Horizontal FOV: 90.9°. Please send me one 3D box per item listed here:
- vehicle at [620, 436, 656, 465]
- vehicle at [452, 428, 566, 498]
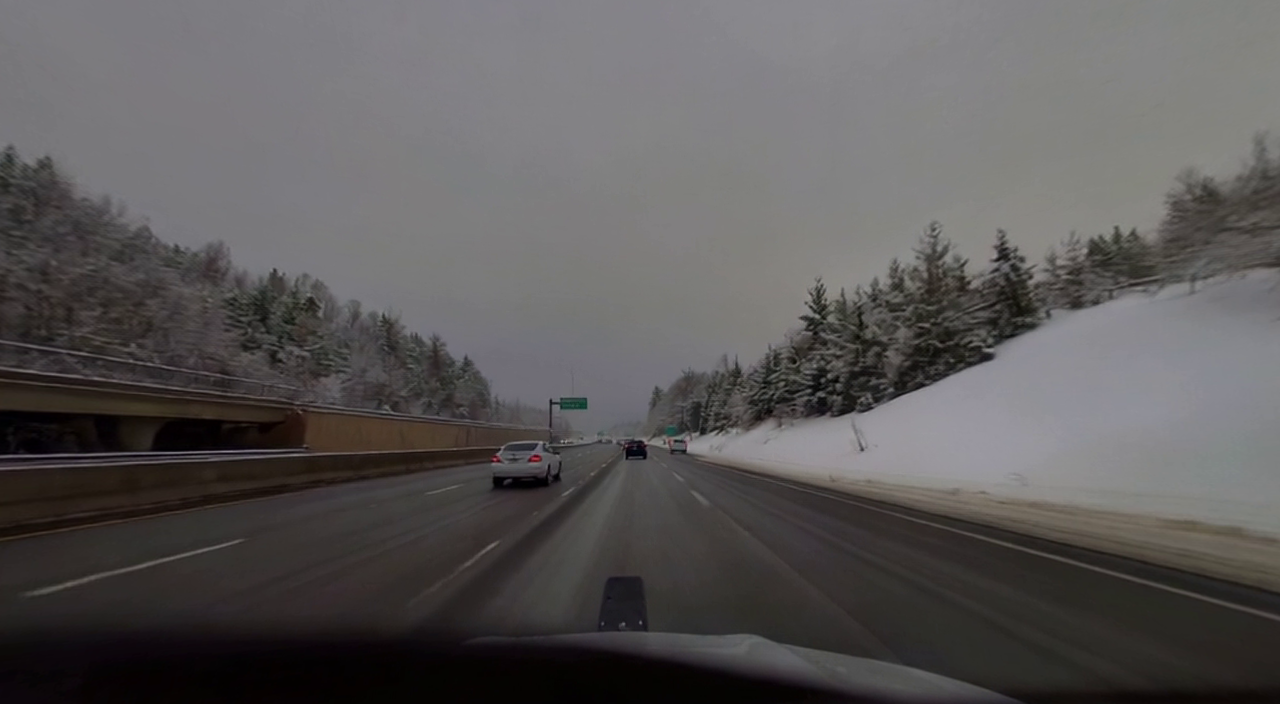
[{"bbox_3d":[-0.167,6.533,42.088,2.328,1.805,4.502,0,-8,-1],"label":"vehicle"},{"bbox_3d":[-3.437,3.014,17.625,2.114,1.650,4.730,0,-8,1],"label":"vehicle"}]
